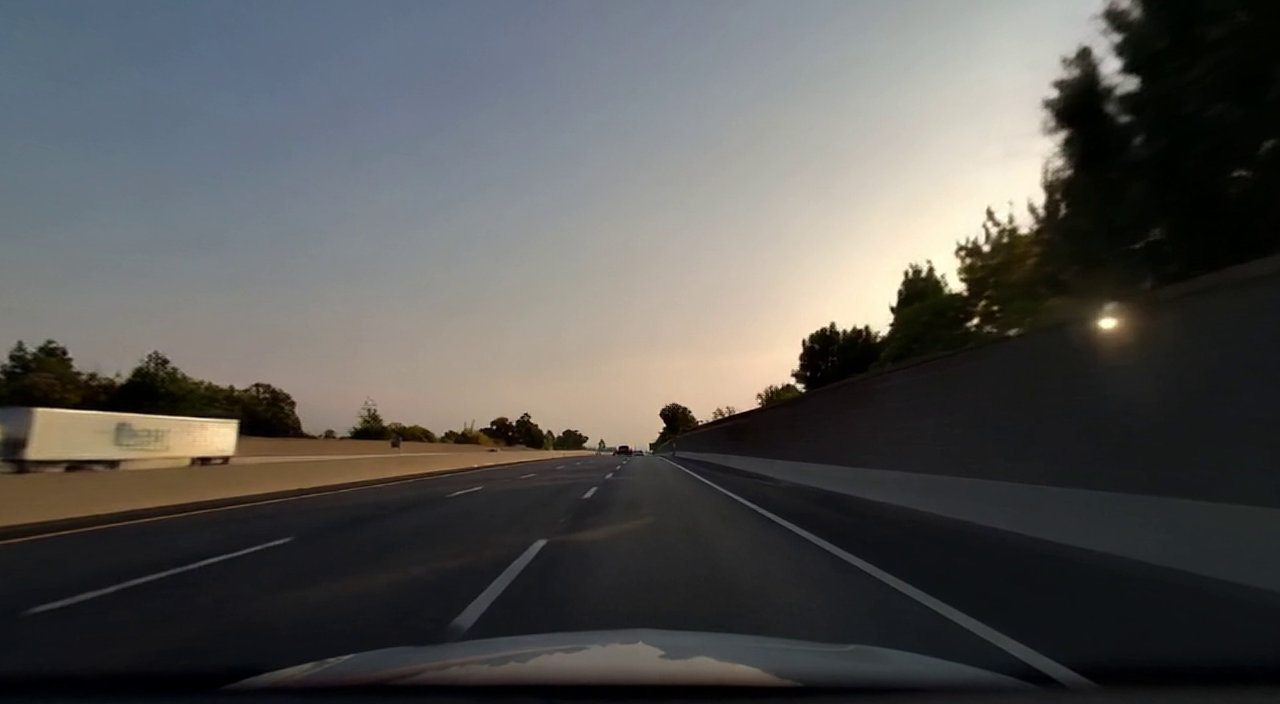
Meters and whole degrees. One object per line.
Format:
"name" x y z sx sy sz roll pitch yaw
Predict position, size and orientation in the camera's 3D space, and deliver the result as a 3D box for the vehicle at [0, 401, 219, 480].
"vehicle" -35.472 6.019 42.276 2.926 4.196 16.585 0 -9 0
